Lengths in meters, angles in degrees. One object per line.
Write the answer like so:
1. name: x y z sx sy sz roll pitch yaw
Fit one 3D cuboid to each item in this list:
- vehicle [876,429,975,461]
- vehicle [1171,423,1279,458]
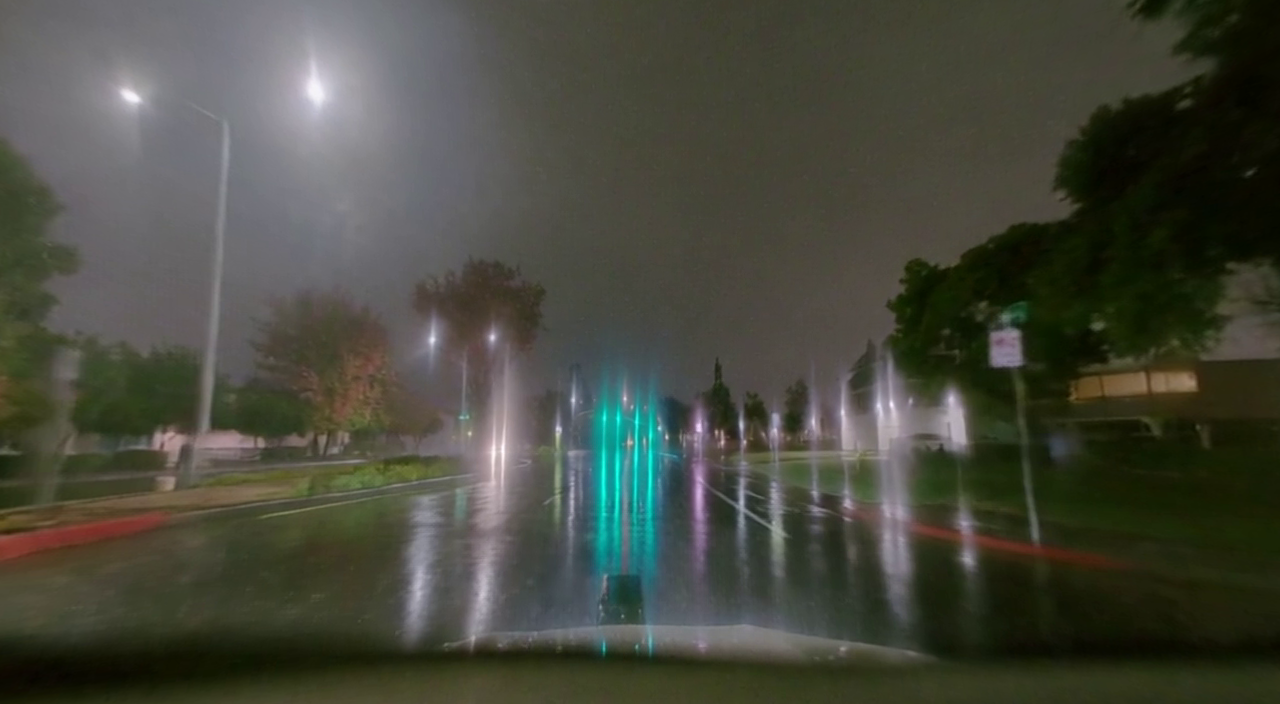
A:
1. vehicle: 14.829 4.871 33.018 4.198 1.561 1.937 0 -10 1
2. vehicle: 29.464 4.376 31.231 4.846 1.669 1.968 1 -8 -7
